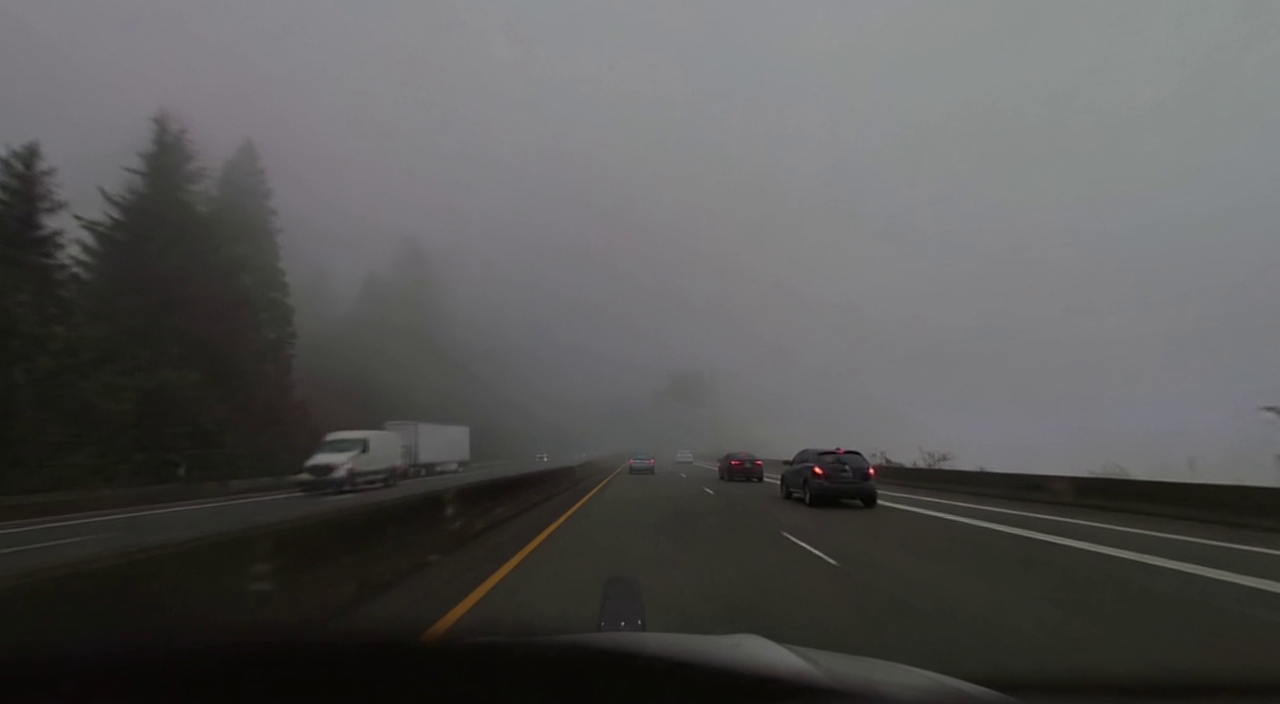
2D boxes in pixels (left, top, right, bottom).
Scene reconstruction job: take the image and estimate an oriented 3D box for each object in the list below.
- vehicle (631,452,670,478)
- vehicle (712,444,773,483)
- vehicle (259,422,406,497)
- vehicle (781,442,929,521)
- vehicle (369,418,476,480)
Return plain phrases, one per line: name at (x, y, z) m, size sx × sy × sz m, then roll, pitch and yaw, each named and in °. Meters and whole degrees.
vehicle at (0.516, 6.161, 34.528) m, size 2.012 × 1.320 × 3.777 m, roll 0°, pitch -9°, yaw 0°
vehicle at (4.617, 5.081, 28.958) m, size 1.969 × 1.639 × 4.472 m, roll 0°, pitch -9°, yaw -1°
vehicle at (-13.255, 4.736, 28.041) m, size 2.620 × 2.854 × 7.426 m, roll 0°, pitch -9°, yaw 1°
vehicle at (4.615, 2.819, 14.187) m, size 1.952 × 1.495 × 3.740 m, roll 0°, pitch -9°, yaw -1°
vehicle at (-16.471, 7.695, 49.648) m, size 2.898 × 4.087 × 15.230 m, roll 0°, pitch -9°, yaw 1°
